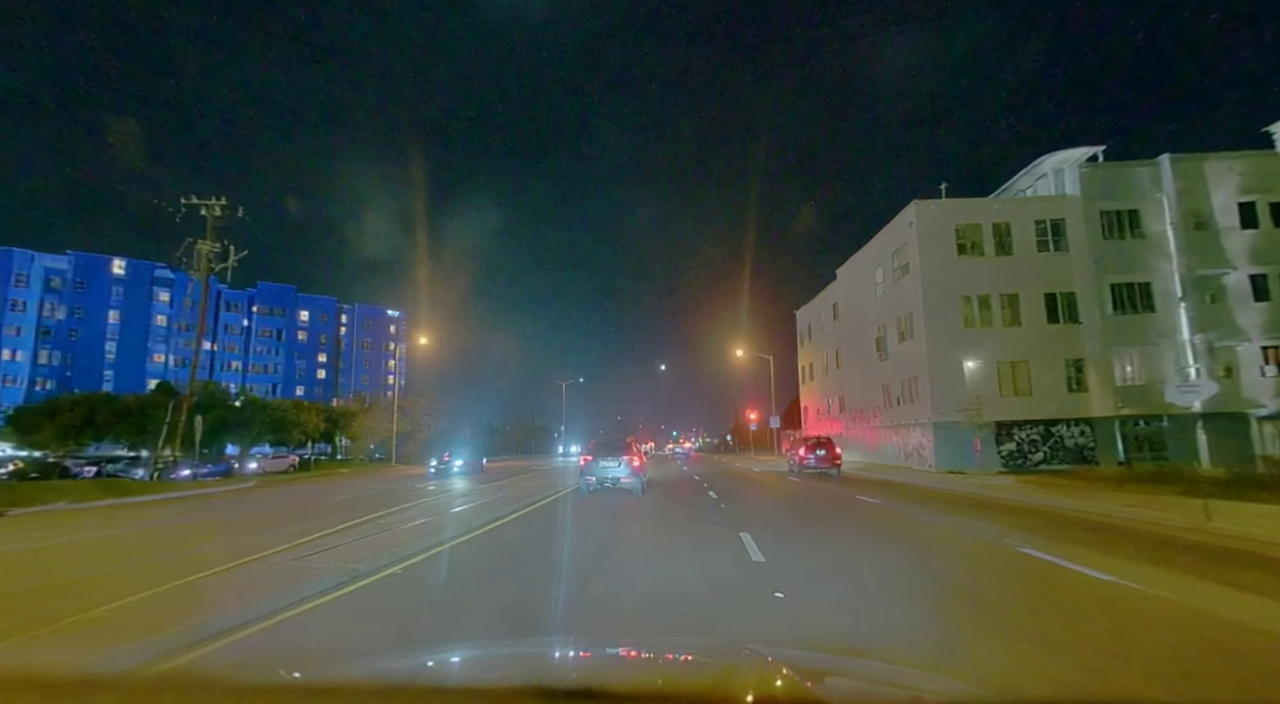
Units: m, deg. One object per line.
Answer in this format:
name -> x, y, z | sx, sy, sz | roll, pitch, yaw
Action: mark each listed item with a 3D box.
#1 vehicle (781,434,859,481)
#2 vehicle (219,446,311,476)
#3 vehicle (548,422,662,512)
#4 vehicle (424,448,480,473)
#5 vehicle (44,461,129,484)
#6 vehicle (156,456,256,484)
vehicle -> 7.293, 4.298, 25.968 | 1.952, 1.749, 4.311 | 0, -8, 1
vehicle -> -25.774, 7.516, 43.527 | 4.916, 1.826, 2.242 | -2, -10, -1
vehicle -> -0.638, 2.668, 15.159 | 2.160, 1.786, 4.702 | -1, -8, 4
vehicle -> -12.052, 6.988, 40.739 | 1.842, 1.482, 4.386 | -1, -8, 7
vehicle -> -40.454, 8.774, 46.222 | 1.908, 1.433, 4.543 | -2, -9, 4
vehicle -> -26.511, 7.176, 38.572 | 4.712, 1.473, 2.083 | -3, -9, 5
